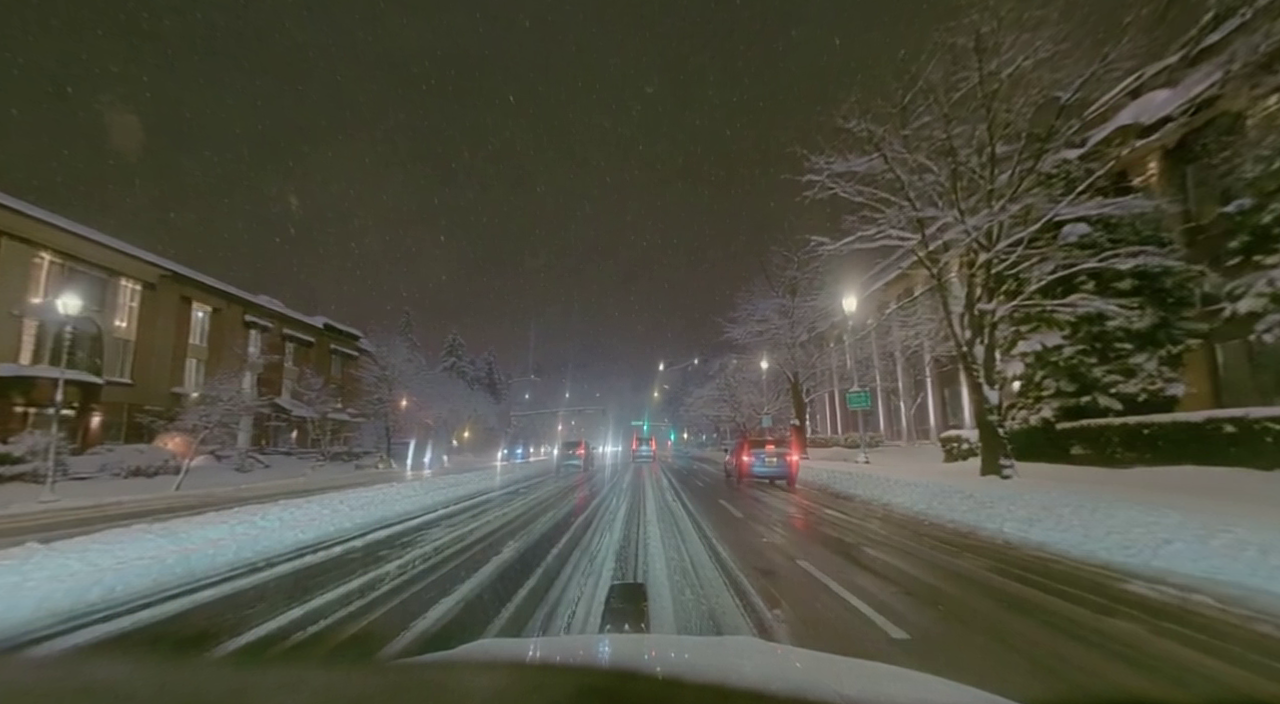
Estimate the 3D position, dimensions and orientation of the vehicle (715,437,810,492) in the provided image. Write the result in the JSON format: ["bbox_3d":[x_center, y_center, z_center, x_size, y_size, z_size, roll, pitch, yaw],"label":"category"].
[{"bbox_3d":[3.655,3.416,19.641,1.990,1.486,4.431,0,-8,-1],"label":"vehicle"}]

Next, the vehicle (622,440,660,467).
[{"bbox_3d":[0.035,5.973,37.180,2.101,1.480,3.929,0,-8,0],"label":"vehicle"}]

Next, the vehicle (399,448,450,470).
[{"bbox_3d":[-15.778,7.849,46.360,2.018,1.465,4.672,0,-8,1],"label":"vehicle"}]

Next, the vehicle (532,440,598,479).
[{"bbox_3d":[-2.966,4.379,25.984,2.082,1.467,4.379,0,-8,1],"label":"vehicle"}]
